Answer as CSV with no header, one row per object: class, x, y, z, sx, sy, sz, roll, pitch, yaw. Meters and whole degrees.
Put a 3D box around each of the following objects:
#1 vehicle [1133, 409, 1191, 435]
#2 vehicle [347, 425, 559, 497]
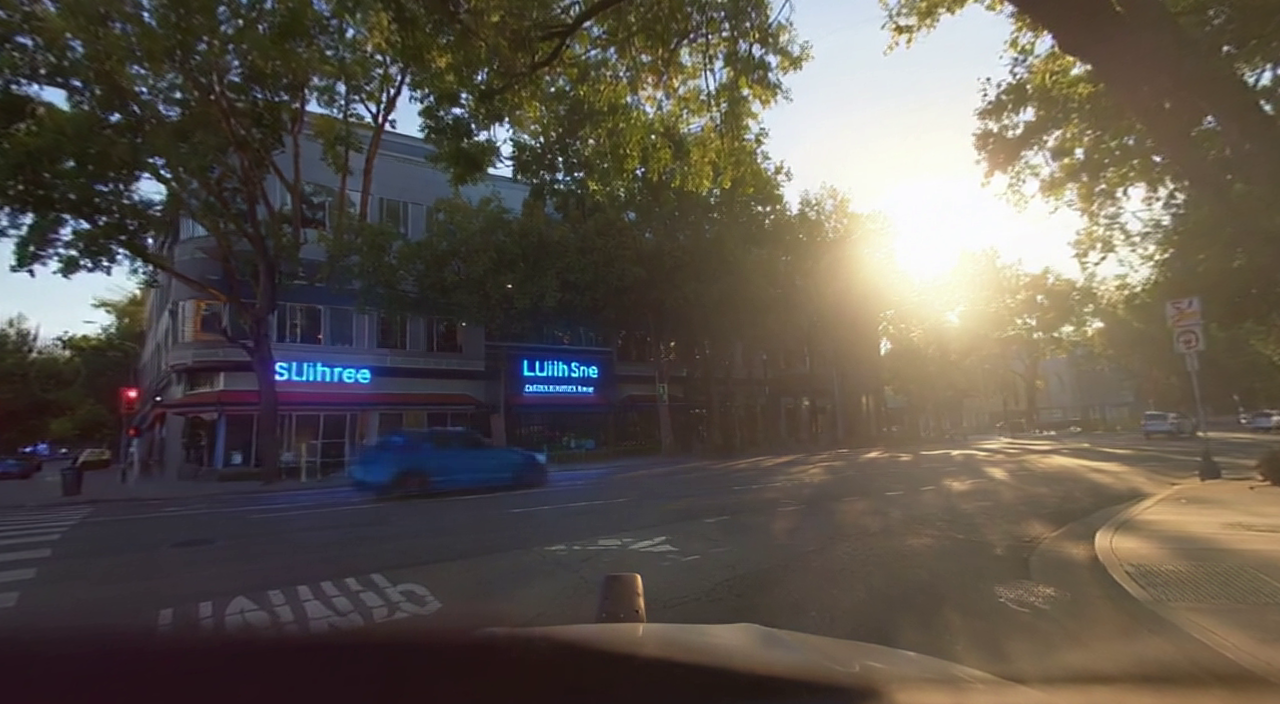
vehicle,39.662,5.350,47.978,4.689,1.758,2.146,6,-11,-36
vehicle,-4.362,2.555,15.130,4.442,1.458,1.902,6,-11,-36
